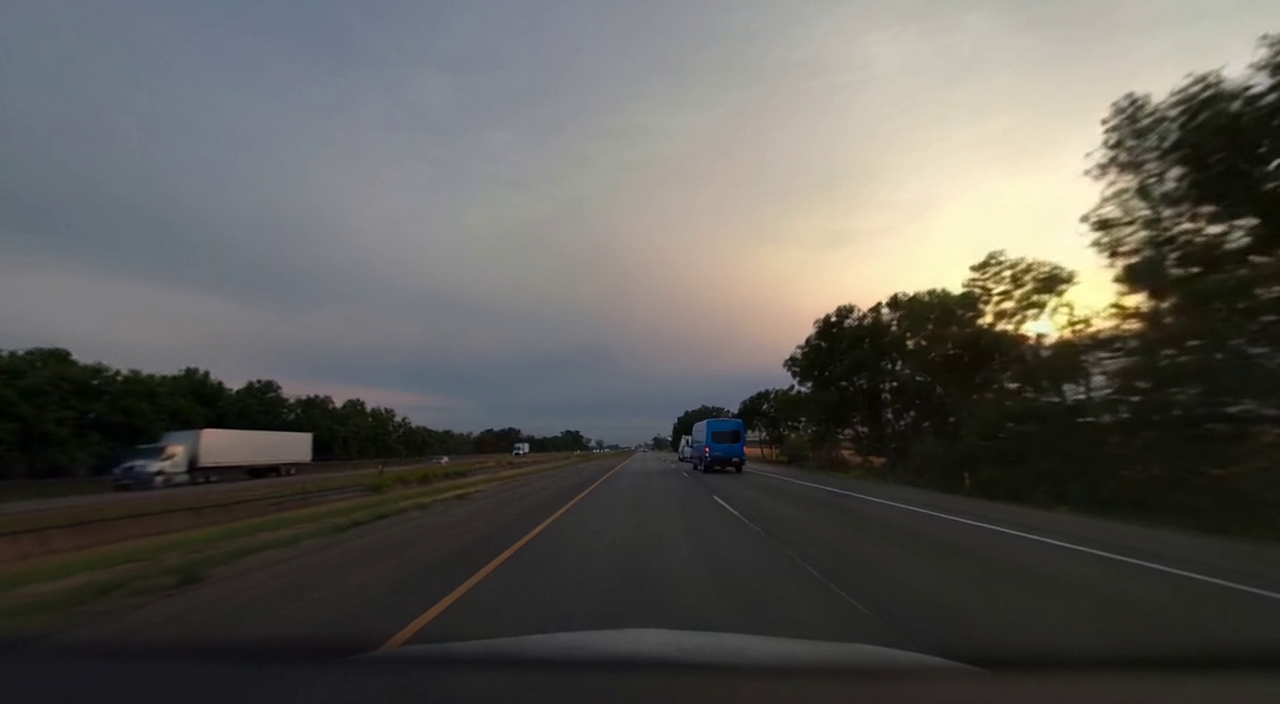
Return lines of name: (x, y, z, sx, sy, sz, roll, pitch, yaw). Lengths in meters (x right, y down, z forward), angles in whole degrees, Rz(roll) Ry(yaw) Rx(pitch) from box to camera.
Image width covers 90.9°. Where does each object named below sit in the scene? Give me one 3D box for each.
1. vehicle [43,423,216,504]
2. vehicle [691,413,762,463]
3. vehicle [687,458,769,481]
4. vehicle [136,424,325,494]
vehicle: (-28.452, 6.206, 35.851, 3.012, 4.006, 7.964, 0, -8, 0)
vehicle: (3.837, 4.060, 29.263, 2.444, 2.053, 5.616, -1, -9, 0)
vehicle: (3.863, 5.390, 29.222, 2.702, 0.824, 6.391, 0, -8, -2)
vehicle: (-28.527, 7.597, 45.847, 2.897, 4.119, 16.263, 0, -8, 0)
